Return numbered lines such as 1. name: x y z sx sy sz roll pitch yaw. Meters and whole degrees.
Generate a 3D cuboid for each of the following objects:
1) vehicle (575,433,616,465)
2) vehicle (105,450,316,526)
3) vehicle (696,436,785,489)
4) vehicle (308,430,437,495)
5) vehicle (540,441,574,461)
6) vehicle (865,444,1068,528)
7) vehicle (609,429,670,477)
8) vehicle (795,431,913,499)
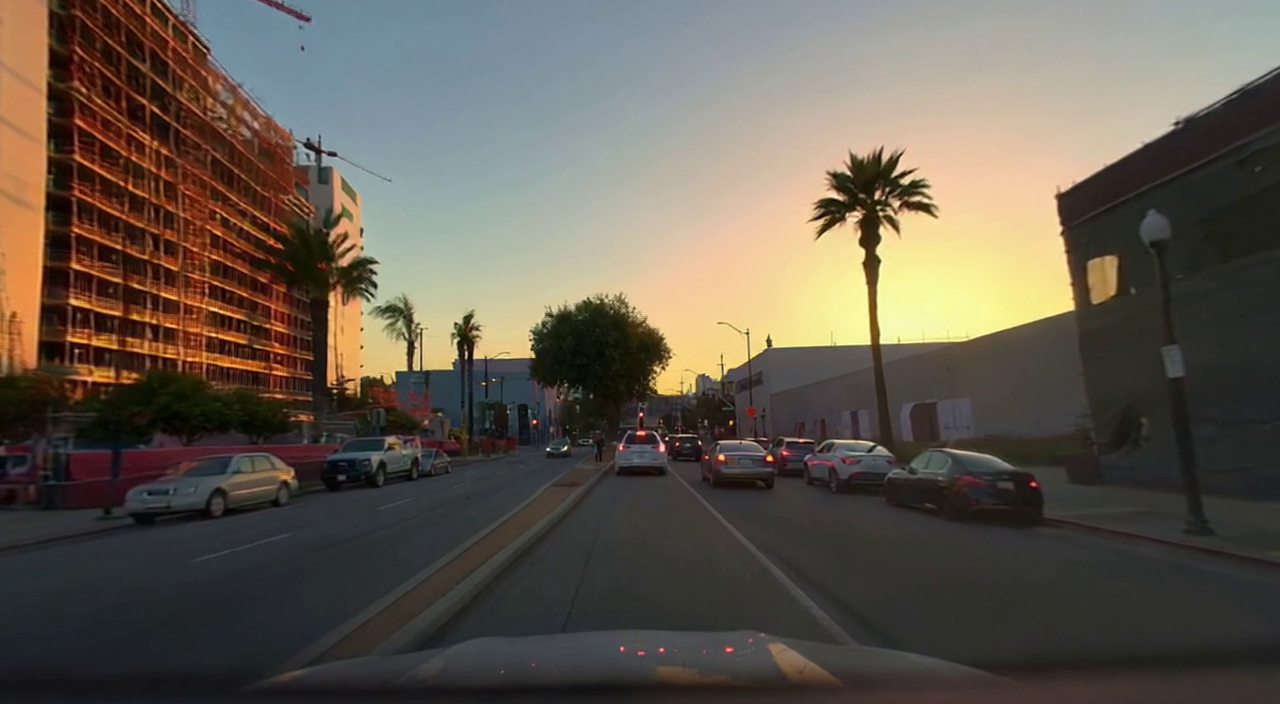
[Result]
1. vehicle: -2.687 5.989 39.105 2.180 1.879 4.452 0 -8 1
2. vehicle: -9.942 3.142 15.225 1.804 1.478 4.734 0 -8 -1
3. vehicle: 3.025 3.425 19.893 1.999 1.487 3.939 0 -8 -2
4. vehicle: -10.045 4.260 24.397 2.294 1.948 6.025 -6 -10 0
5. vehicle: -6.530 7.805 49.982 2.020 1.486 4.363 0 -8 1
6. vehicle: 6.439 2.646 13.145 1.819 1.435 4.337 0 -8 -1
7. vehicle: -0.030 4.130 26.057 2.264 1.798 4.258 0 -8 0
8. vehicle: 6.290 3.349 19.182 1.886 1.792 4.525 0 -8 -1
